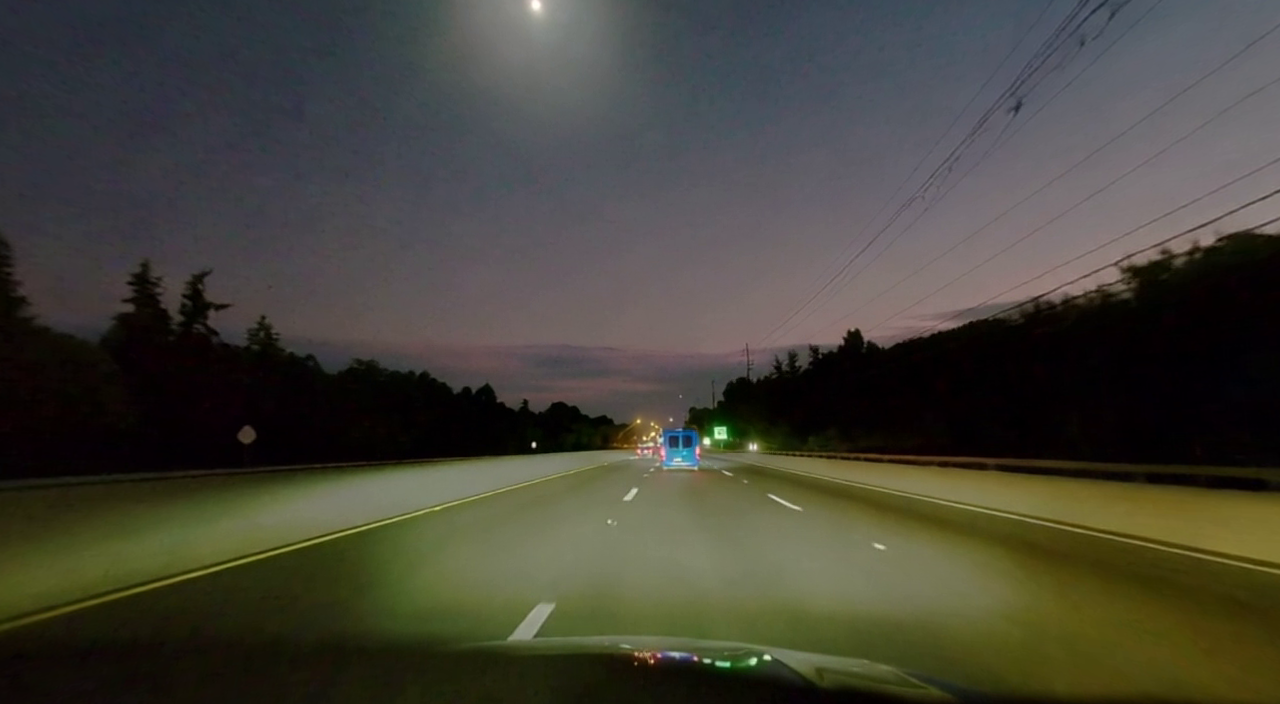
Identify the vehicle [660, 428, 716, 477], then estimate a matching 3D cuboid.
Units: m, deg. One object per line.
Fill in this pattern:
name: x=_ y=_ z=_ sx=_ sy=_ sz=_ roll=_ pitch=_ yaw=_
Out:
vehicle: x=2.109 y=4.522 z=28.403 sx=2.261 sy=1.969 sz=5.104 roll=0 pitch=-9 yaw=3
